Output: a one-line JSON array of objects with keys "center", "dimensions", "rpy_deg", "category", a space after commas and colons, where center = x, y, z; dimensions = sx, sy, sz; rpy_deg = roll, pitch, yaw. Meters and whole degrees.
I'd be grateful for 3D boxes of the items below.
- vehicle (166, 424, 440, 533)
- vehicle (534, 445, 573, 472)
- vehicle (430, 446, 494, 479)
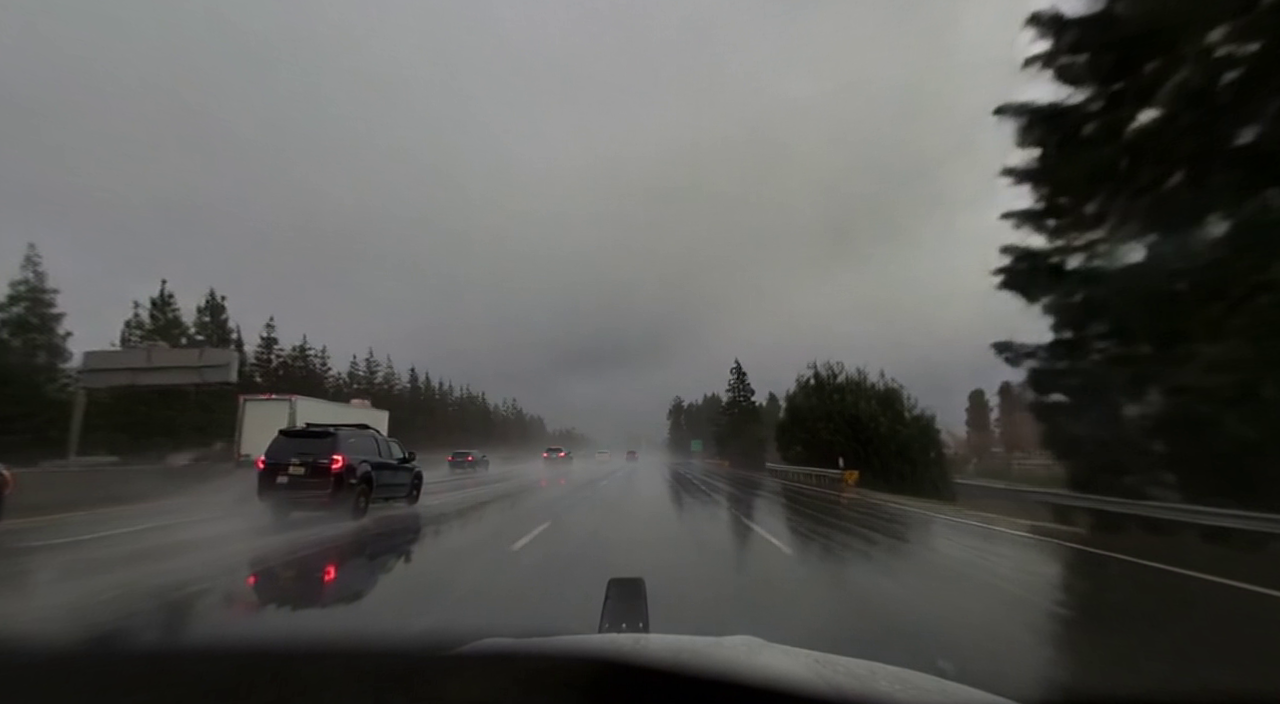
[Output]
[{"center": [-6.583, 2.558, 13.621], "dimensions": [2.403, 1.773, 6.276], "rpy_deg": [0, -8, 1], "category": "vehicle"}, {"center": [-5.993, 7.421, 44.222], "dimensions": [2.009, 1.735, 4.358], "rpy_deg": [0, -8, 1], "category": "vehicle"}, {"center": [-9.613, 5.964, 34.410], "dimensions": [2.060, 1.662, 4.469], "rpy_deg": [-1, -8, 2], "category": "vehicle"}]
